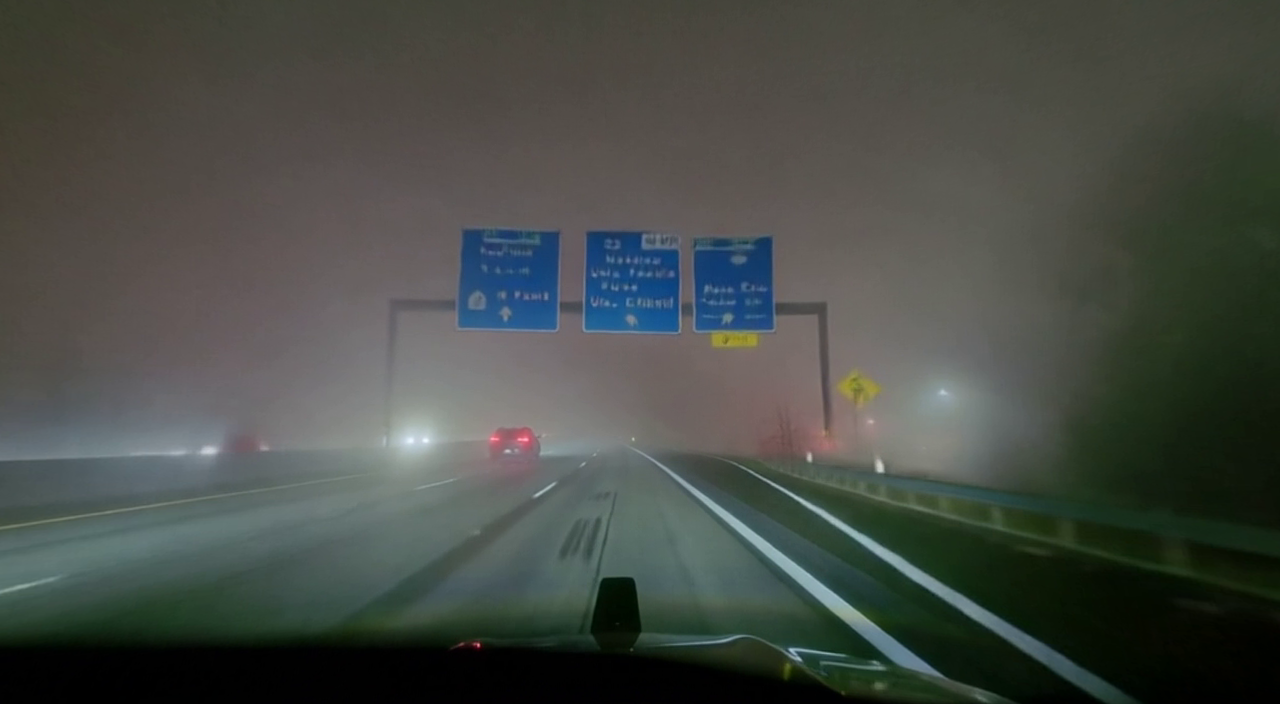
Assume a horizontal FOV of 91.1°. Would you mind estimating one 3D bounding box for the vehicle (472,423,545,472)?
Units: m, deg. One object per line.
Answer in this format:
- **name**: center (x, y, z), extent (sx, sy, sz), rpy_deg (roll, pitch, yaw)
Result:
- **vehicle**: center (-4.964, 3.647, 24.314), extent (2.007, 1.727, 4.040), rpy_deg (0, -8, -1)
